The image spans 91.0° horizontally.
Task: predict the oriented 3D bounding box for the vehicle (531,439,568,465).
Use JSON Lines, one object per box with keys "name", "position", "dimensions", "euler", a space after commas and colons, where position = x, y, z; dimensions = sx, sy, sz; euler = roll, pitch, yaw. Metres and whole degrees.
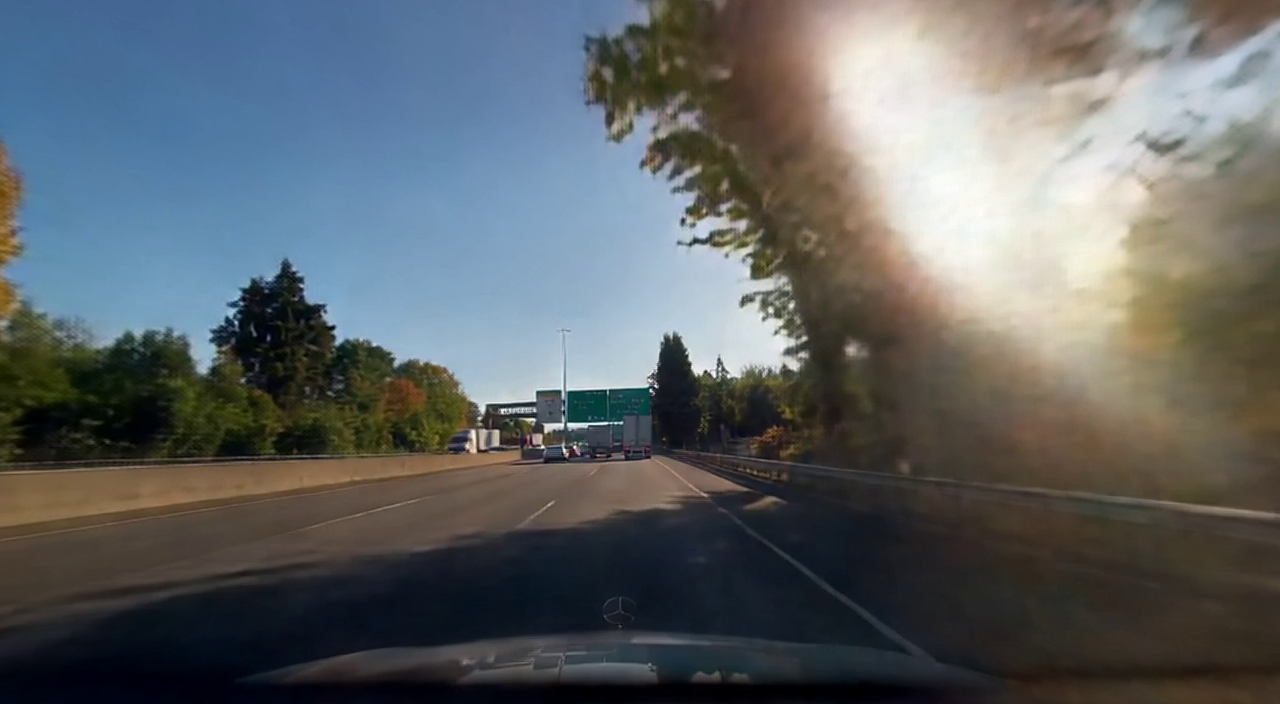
{"name": "vehicle", "position": [-6.707, 7.431, 47.205], "dimensions": [2.127, 1.839, 4.984], "euler": [0, -8, -1]}
